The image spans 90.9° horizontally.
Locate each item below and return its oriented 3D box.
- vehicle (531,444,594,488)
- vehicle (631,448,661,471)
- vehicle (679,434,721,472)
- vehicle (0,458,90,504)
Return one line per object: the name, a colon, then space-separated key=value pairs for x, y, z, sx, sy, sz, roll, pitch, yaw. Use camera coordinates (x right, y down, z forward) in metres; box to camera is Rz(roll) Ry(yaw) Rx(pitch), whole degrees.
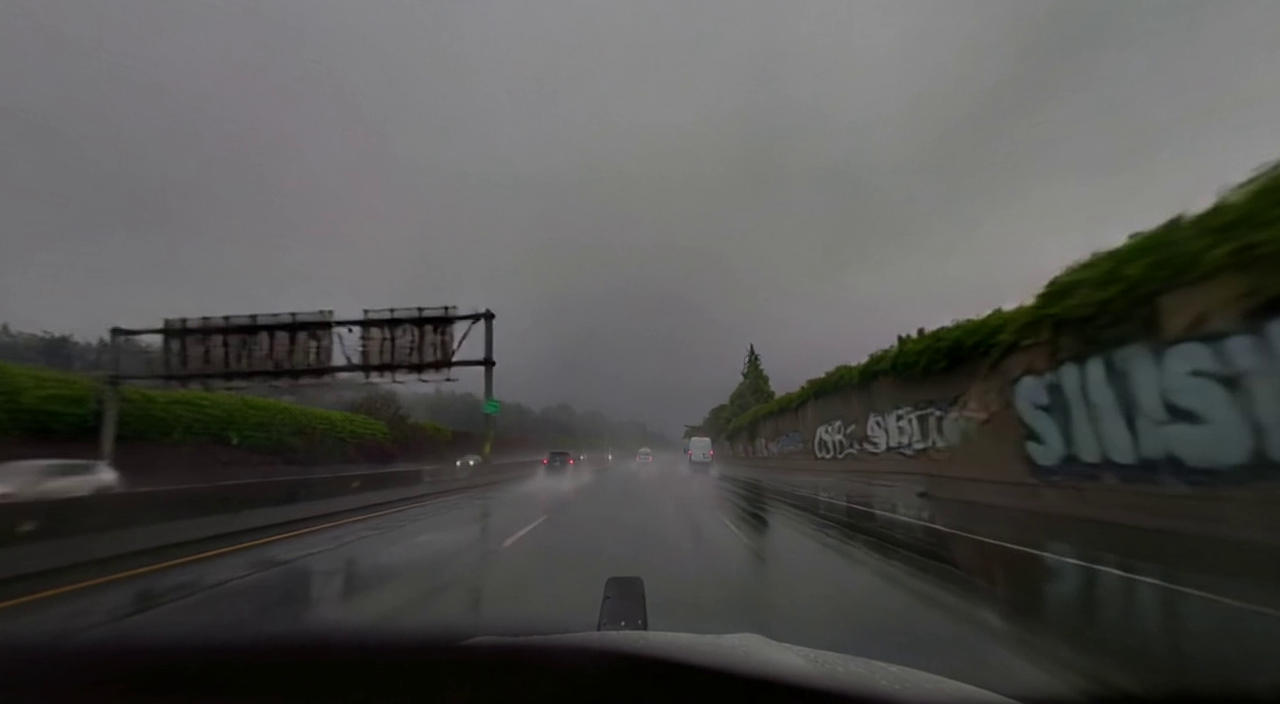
vehicle: x=-3.064 y=4.628 z=25.867 sx=1.964 sy=1.618 sz=4.489 roll=0 pitch=-9 yaw=1
vehicle: x=0.455 y=8.045 z=47.276 sx=2.108 sy=1.663 sz=3.159 roll=0 pitch=-9 yaw=1
vehicle: x=4.334 y=7.454 z=46.524 sx=2.469 sy=2.591 sz=5.653 roll=0 pitch=-9 yaw=0
vehicle: x=-22.041 y=4.475 z=22.027 sx=1.778 sy=1.457 sz=4.096 roll=0 pitch=-9 yaw=2
